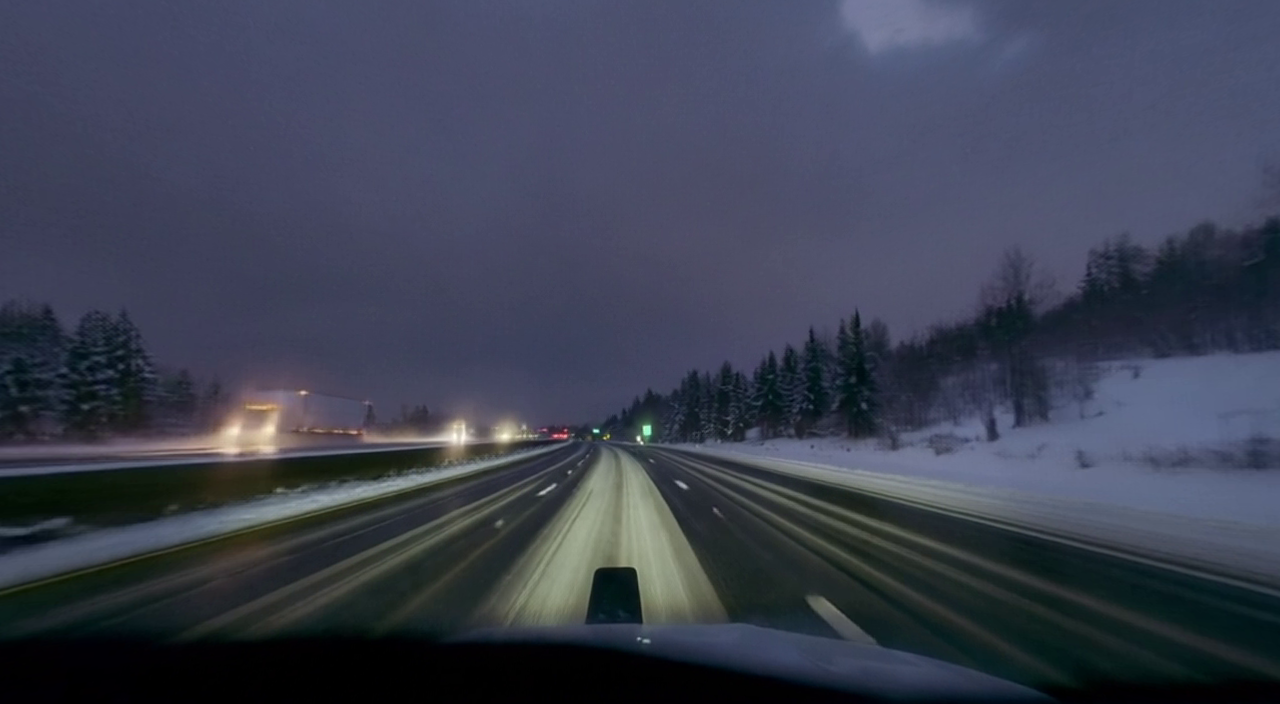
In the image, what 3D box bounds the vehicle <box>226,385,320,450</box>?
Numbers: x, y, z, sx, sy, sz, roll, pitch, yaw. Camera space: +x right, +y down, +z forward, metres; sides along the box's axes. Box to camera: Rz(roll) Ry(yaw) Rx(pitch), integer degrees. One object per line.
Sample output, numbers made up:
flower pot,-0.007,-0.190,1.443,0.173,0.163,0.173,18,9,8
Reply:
vehicle,-26.484,4.858,45.915,3.052,4.347,6.501,0,-8,-4
